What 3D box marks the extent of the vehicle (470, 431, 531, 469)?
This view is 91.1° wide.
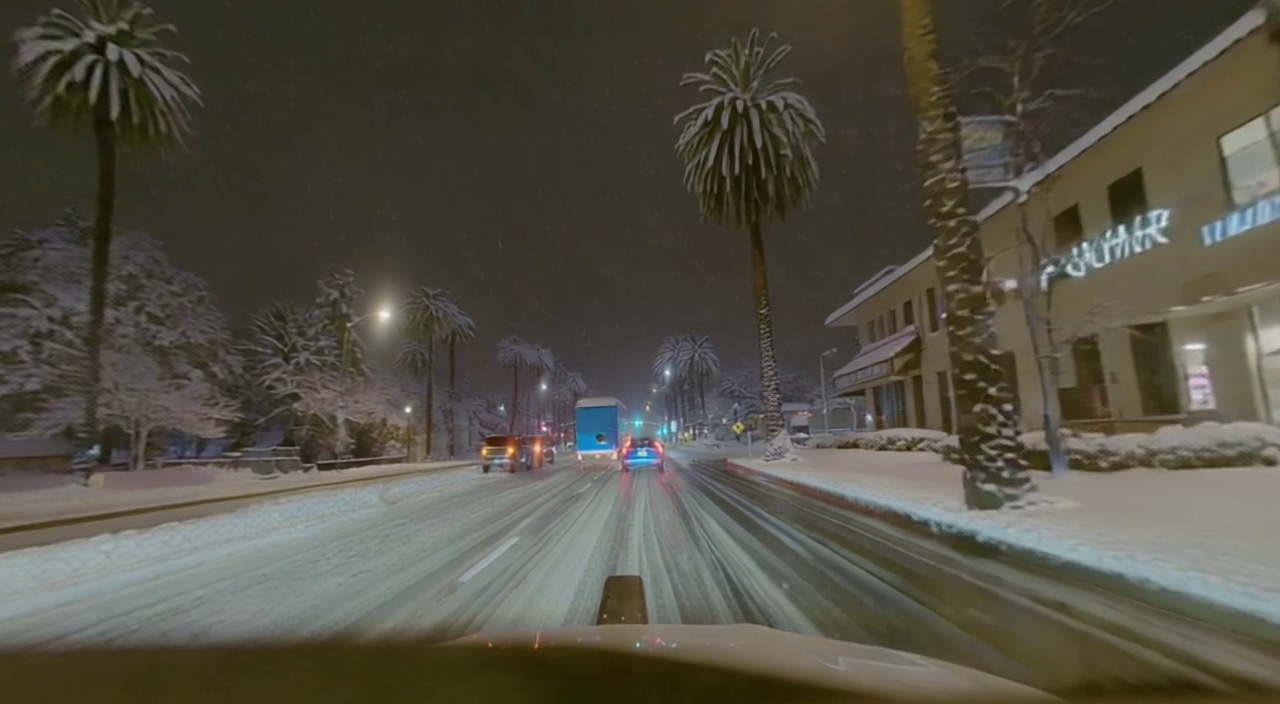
[{"bbox_3d":[-7.060,5.023,32.246,2.014,1.830,4.281,0,-9,2],"label":"vehicle"}]

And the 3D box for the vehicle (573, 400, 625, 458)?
[{"bbox_3d":[-2.966,6.163,48.945,2.992,3.949,11.815,0,-9,1],"label":"vehicle"}]

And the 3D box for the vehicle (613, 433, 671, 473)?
[{"bbox_3d":[0.114,4.103,25.613,2.144,1.514,4.063,0,-9,1],"label":"vehicle"}]
